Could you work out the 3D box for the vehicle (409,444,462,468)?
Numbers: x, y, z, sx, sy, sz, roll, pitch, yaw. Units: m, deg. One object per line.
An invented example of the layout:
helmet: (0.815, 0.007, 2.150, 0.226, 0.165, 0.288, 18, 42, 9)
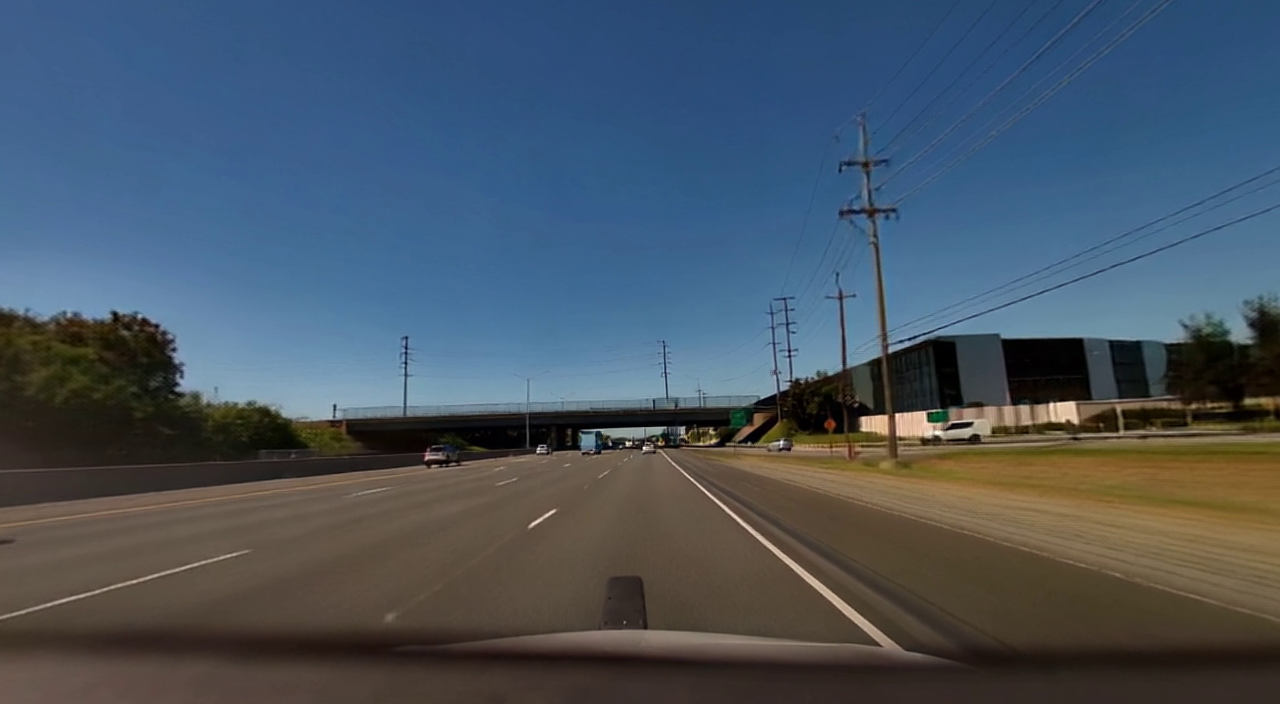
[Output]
vehicle: (-13.575, 6.900, 42.171, 1.988, 1.477, 4.442, 0, -8, 1)
